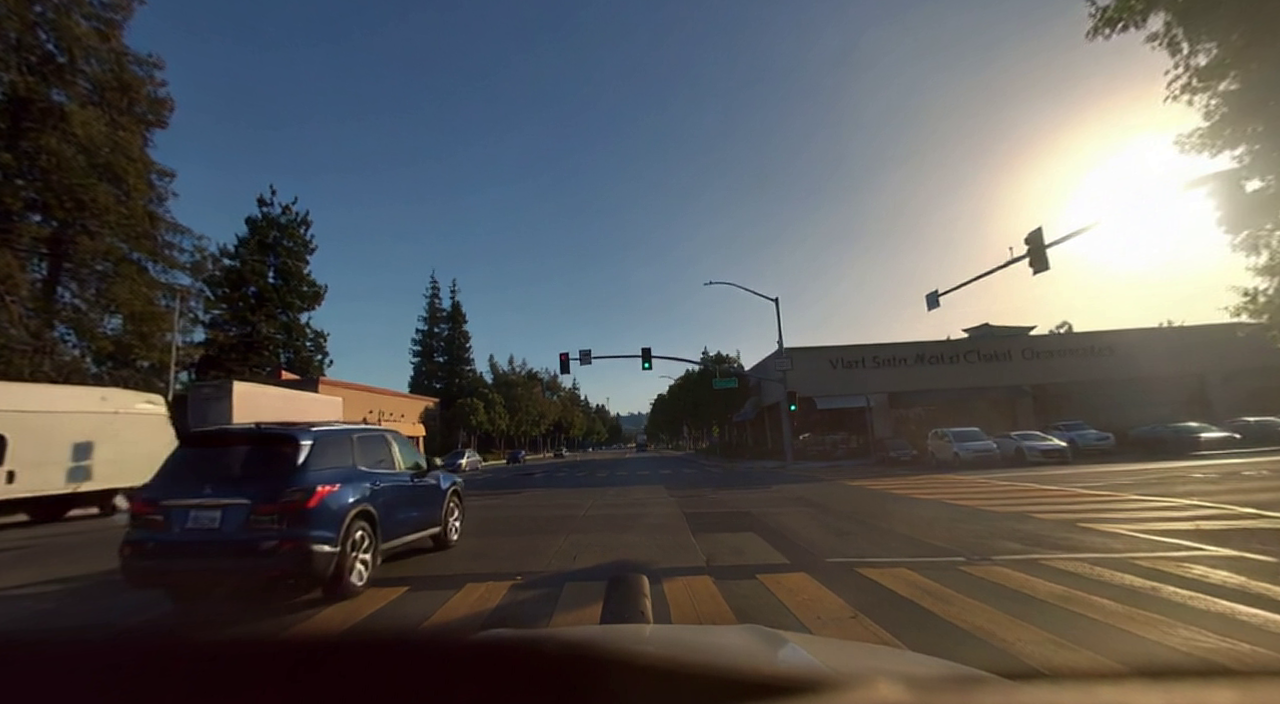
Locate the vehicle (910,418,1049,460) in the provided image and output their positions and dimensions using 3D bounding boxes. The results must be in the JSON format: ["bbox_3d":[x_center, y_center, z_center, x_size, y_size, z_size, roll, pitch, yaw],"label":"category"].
[{"bbox_3d":[13.931,3.605,26.067,4.566,1.670,2.000,0,-8,-3],"label":"vehicle"}]

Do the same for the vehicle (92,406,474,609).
[{"bbox_3d":[-3.517,1.597,7.470,1.934,1.649,4.490,0,-8,-1],"label":"vehicle"}]

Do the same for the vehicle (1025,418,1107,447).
[{"bbox_3d":[26.373,5.054,39.208,2.011,1.656,4.163,0,-8,-2],"label":"vehicle"}]

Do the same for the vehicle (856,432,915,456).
[{"bbox_3d":[17.320,6.486,44.503,3.329,1.415,1.821,-5,-9,3],"label":"vehicle"}]

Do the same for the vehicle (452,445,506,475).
[{"bbox_3d":[-9.283,6.256,36.709,2.026,1.616,4.199,0,-8,0],"label":"vehicle"}]

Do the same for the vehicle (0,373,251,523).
[{"bbox_3d":[-16.521,2.791,18.437,3.161,3.455,11.058,0,-8,0],"label":"vehicle"}]

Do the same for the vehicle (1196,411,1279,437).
[{"bbox_3d":[38.367,4.596,39.983,1.715,1.480,4.701,-1,-9,-1],"label":"vehicle"}]

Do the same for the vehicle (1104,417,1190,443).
[{"bbox_3d":[31.246,4.855,39.004,1.823,1.480,4.003,0,-8,-3],"label":"vehicle"}]
